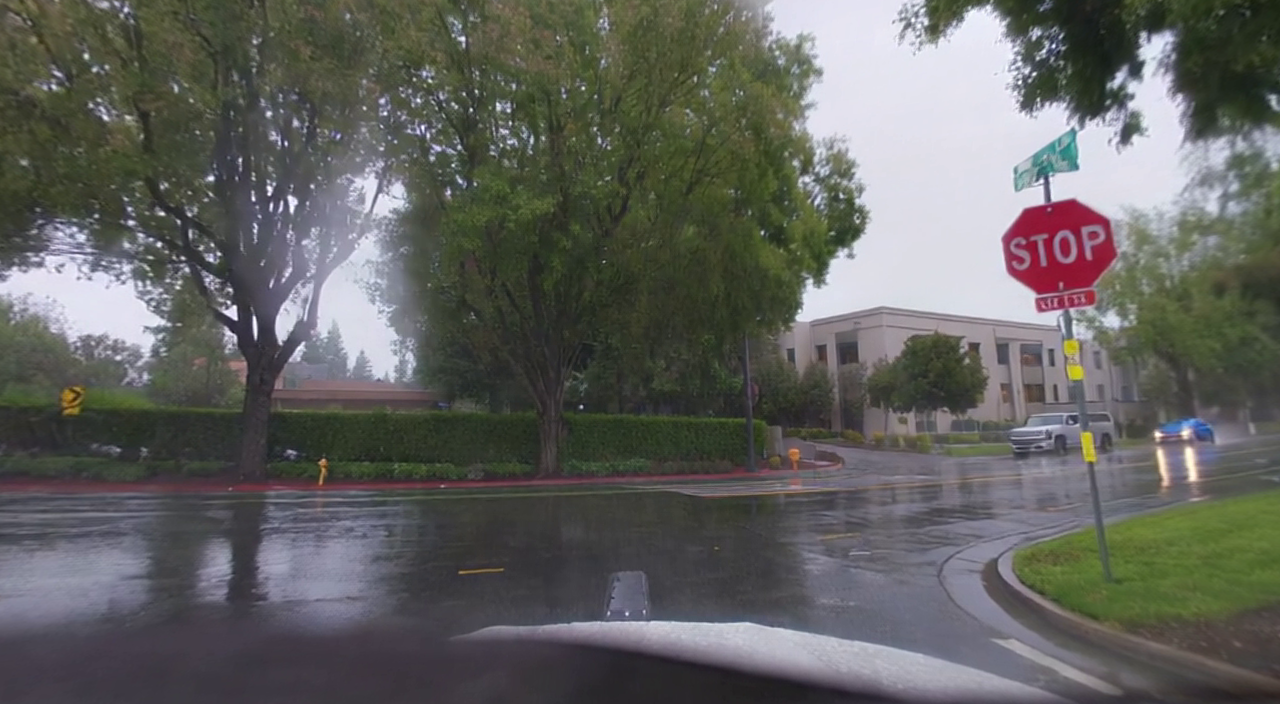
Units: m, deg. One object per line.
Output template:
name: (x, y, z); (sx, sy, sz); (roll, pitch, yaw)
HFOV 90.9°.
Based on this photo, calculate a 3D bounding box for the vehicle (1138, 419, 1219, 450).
vehicle: (27.743, 4.291, 32.411); (4.473, 1.474, 2.108); (6, -10, -37)
